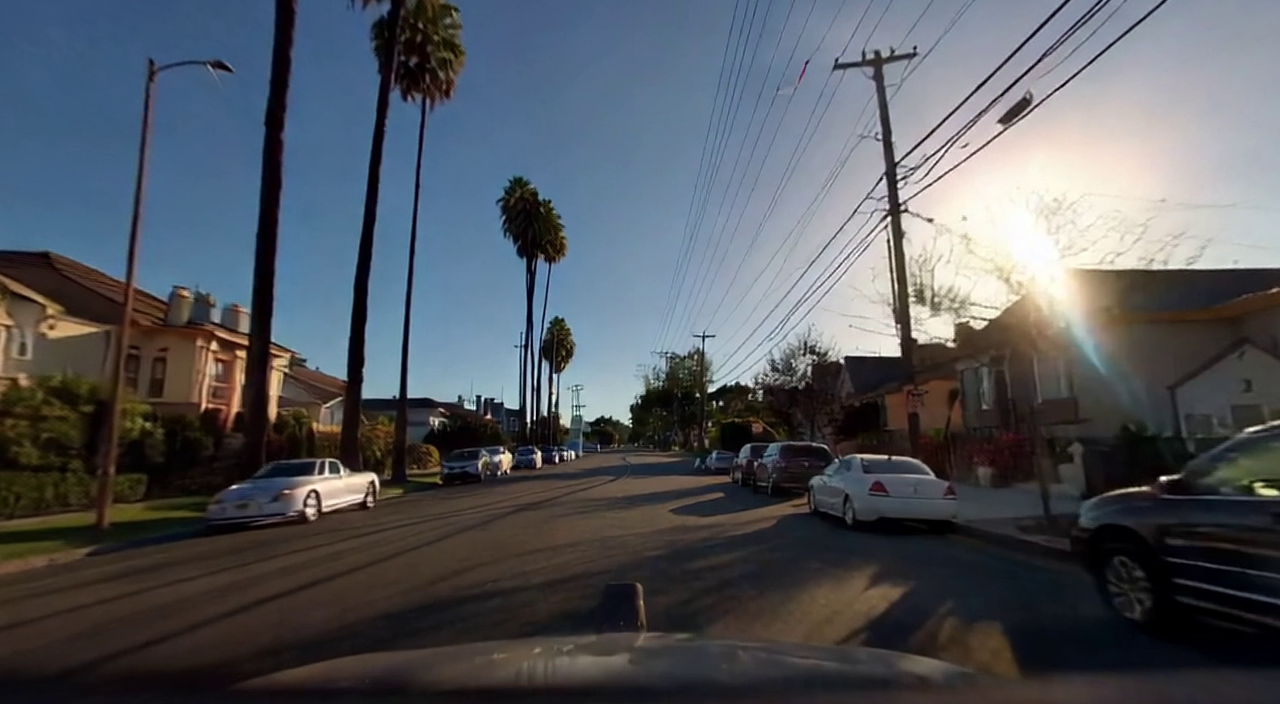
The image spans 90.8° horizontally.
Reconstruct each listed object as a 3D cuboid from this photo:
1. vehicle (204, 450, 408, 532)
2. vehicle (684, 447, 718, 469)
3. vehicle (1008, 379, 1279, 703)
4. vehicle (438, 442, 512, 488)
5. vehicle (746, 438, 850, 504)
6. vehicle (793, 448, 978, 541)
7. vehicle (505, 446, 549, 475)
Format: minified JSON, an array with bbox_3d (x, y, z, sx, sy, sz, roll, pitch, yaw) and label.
[{"bbox_3d":[-7.176,2.989,14.289,2.013,1.483,4.645,0,-8,1],"label":"vehicle"},{"bbox_3d":[4.459,7.812,46.735,1.988,1.560,4.249,0,-8,0],"label":"vehicle"},{"bbox_3d":[4.711,1.086,3.660,2.115,1.826,4.871,0,-9,-1],"label":"vehicle"},{"bbox_3d":[-7.493,5.133,29.237,2.077,1.888,4.551,-2,-8,2],"label":"vehicle"},{"bbox_3d":[4.631,3.541,19.244,1.874,1.742,4.234,0,-8,-3],"label":"vehicle"},{"bbox_3d":[4.702,2.746,12.915,1.795,1.424,4.327,-3,-8,-3],"label":"vehicle"},{"bbox_3d":[-7.232,6.980,40.906,2.085,1.770,4.429,0,-8,-1],"label":"vehicle"}]
